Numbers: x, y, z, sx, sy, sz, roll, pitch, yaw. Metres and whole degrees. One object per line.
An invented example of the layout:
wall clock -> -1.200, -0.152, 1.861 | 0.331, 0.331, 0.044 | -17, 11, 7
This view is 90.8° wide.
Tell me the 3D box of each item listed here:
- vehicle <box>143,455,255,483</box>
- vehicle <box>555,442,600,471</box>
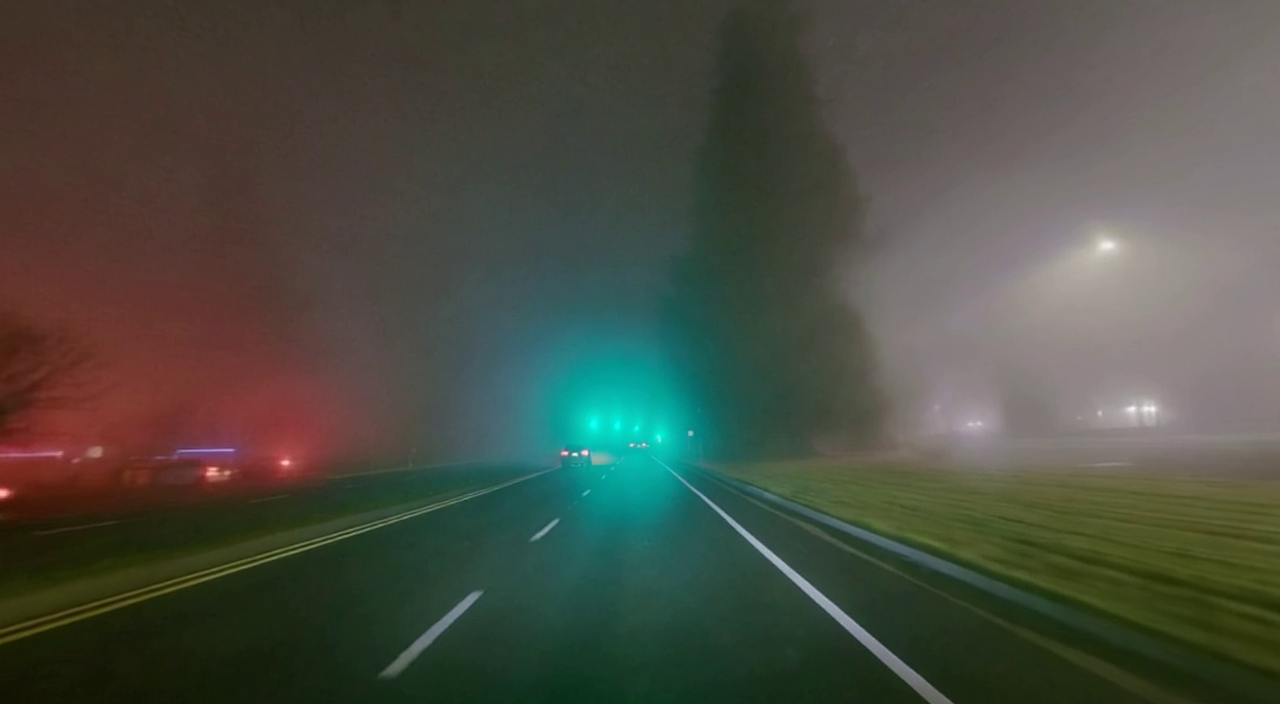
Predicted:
vehicle -> -24.801, 6.582, 35.632 | 4.743, 1.482, 2.164 | -1, -8, 4
vehicle -> -3.279, 5.560, 33.986 | 1.992, 1.447, 4.044 | 0, -8, 0
